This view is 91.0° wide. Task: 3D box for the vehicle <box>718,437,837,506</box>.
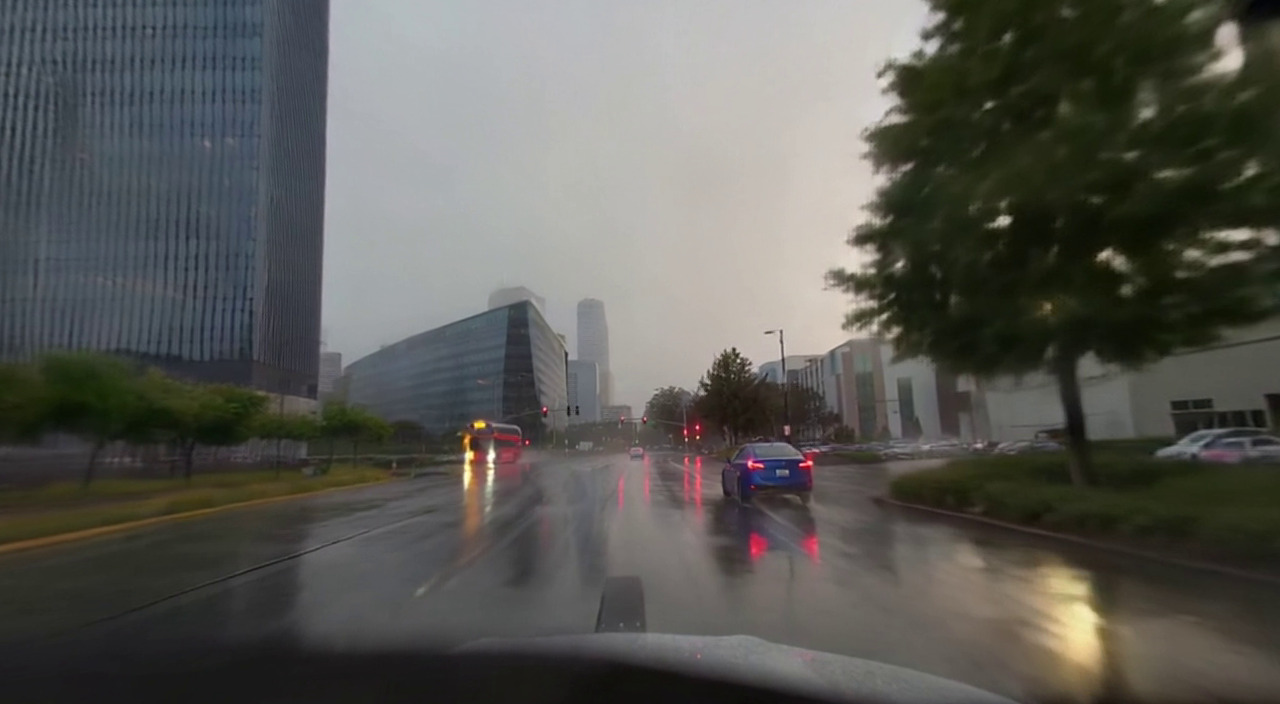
[{"bbox_3d":[3.302,2.970,16.032,1.993,1.501,4.127,0,-9,-1],"label":"vehicle"}]
